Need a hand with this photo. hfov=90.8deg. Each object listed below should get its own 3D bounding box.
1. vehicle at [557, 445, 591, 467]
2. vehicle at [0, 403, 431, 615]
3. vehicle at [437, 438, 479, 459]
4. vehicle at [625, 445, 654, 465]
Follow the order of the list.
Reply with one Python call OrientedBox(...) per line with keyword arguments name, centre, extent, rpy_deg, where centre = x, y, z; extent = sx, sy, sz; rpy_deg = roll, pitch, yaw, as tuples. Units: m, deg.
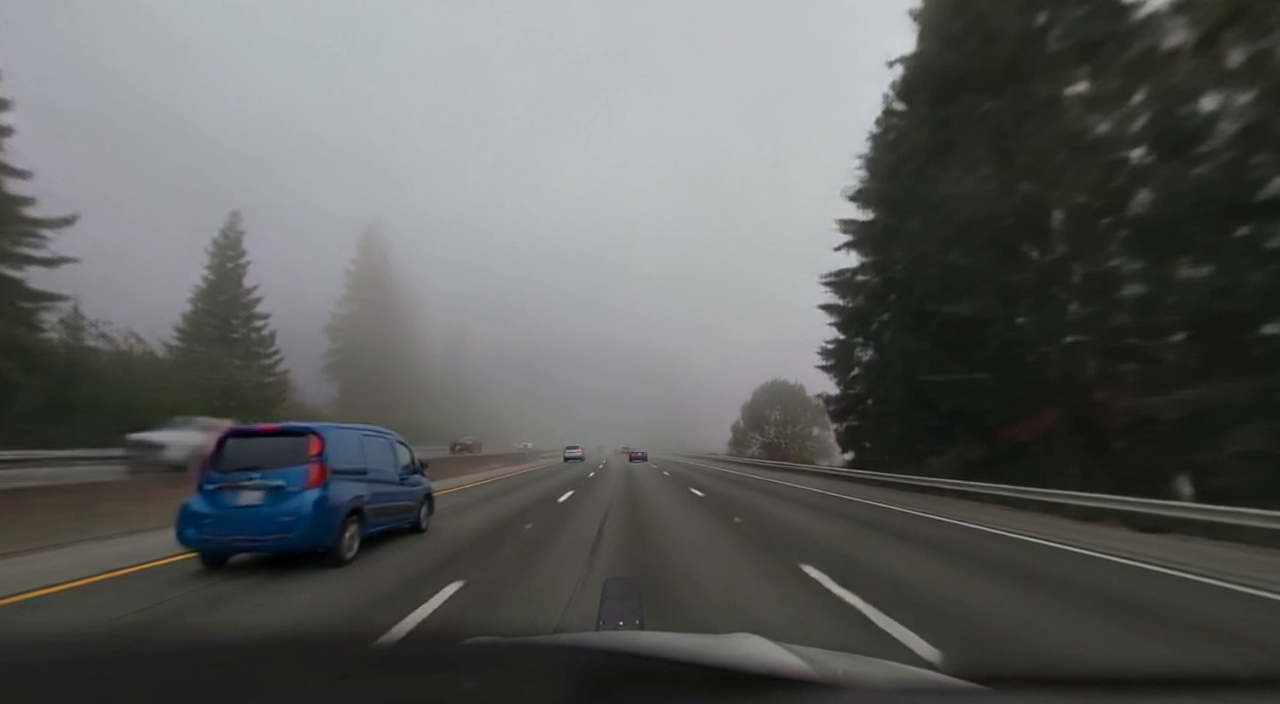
OrientedBox(name="vehicle", centre=(-4.724, 7.468, 45.568), extent=(2.054, 1.500, 4.469), rpy_deg=(0, -9, -2))
OrientedBox(name="vehicle", centre=(-4.107, 1.557, 7.166), extent=(2.088, 1.675, 4.108), rpy_deg=(0, -9, -1))
OrientedBox(name="vehicle", centre=(-13.940, 7.424, 48.551), extent=(1.888, 1.524, 4.692), rpy_deg=(0, -9, -1))
OrientedBox(name="vehicle", centre=(-0.064, 7.799, 47.886), extent=(2.008, 1.499, 3.192), rpy_deg=(0, -9, -3))
